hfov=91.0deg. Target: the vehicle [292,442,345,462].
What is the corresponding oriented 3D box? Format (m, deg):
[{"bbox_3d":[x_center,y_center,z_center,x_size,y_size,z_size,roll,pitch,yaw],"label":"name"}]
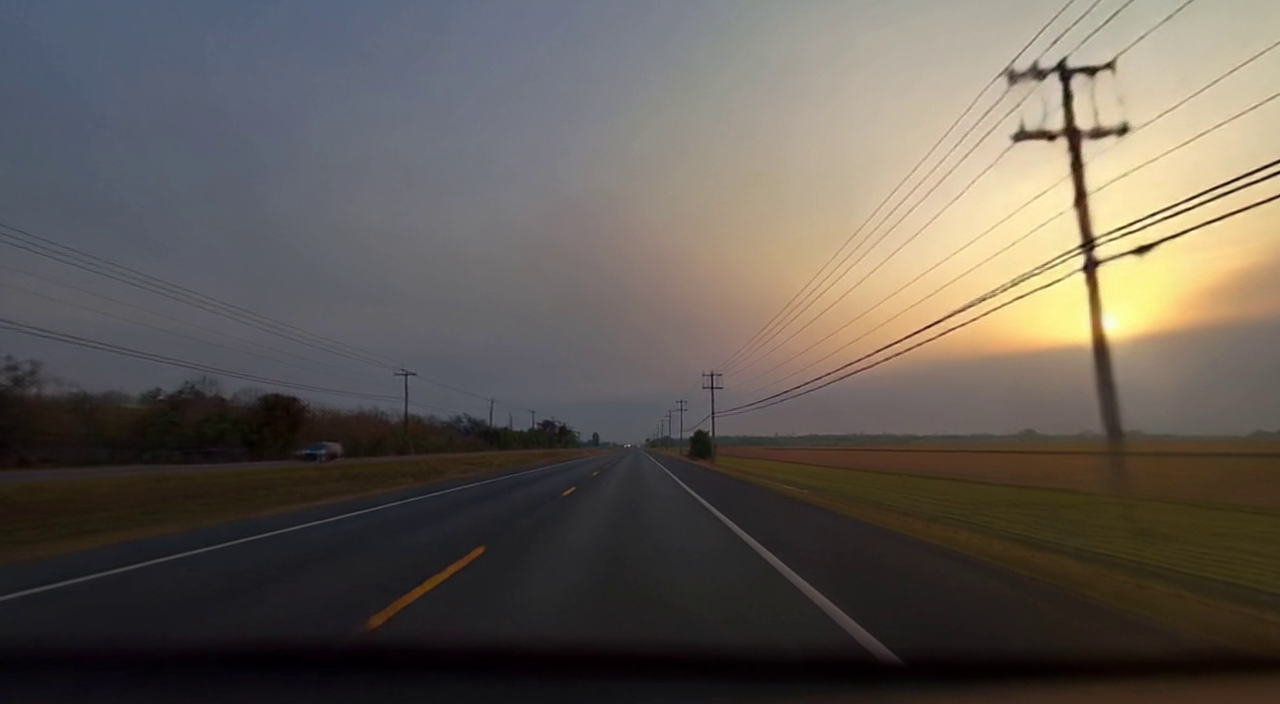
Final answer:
[{"bbox_3d":[-24.880,7.748,48.894,1.795,1.512,4.459,0,-9,-1],"label":"vehicle"}]
